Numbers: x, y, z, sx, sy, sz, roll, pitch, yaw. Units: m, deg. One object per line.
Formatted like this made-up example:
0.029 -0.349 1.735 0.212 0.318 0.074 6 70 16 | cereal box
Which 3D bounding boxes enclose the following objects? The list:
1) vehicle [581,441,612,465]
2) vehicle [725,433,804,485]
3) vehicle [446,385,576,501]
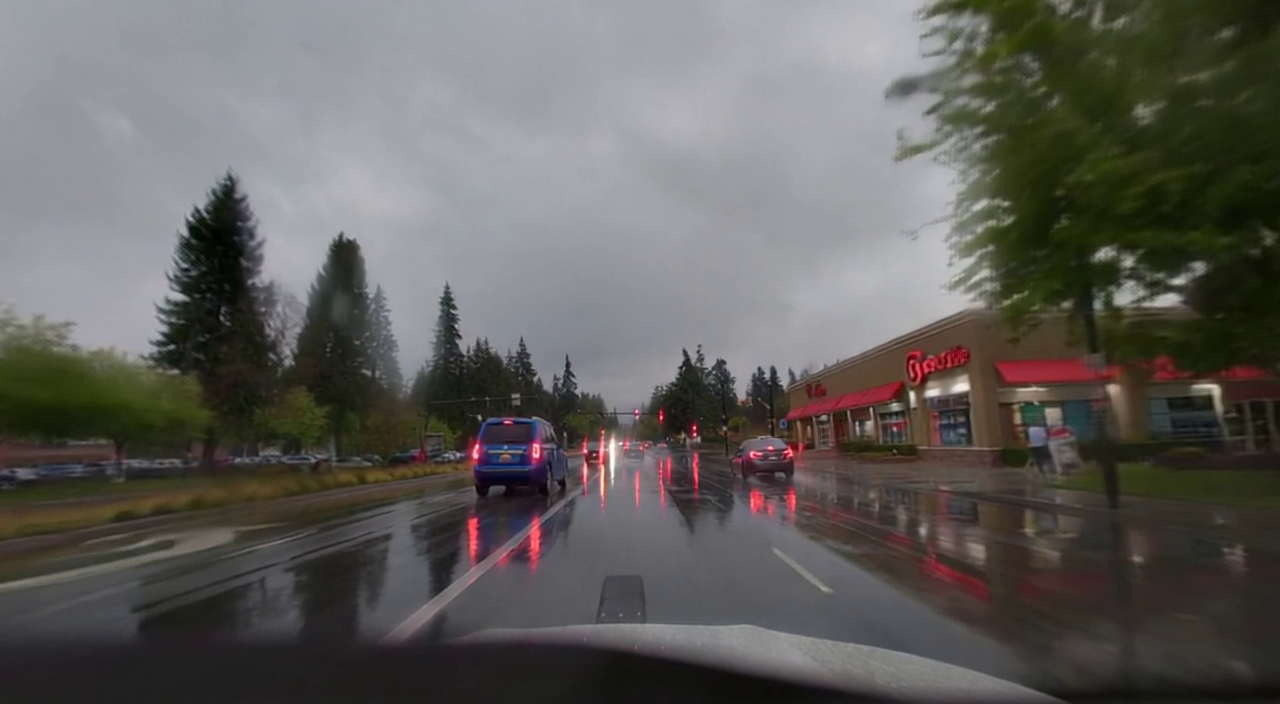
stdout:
-3.369 7.879 49.314 2.030 1.724 4.365 0 -9 1 | vehicle
4.319 3.788 22.629 1.869 1.646 4.166 0 -9 -2 | vehicle
-3.416 2.641 18.291 2.443 2.784 5.862 0 -9 1 | vehicle
